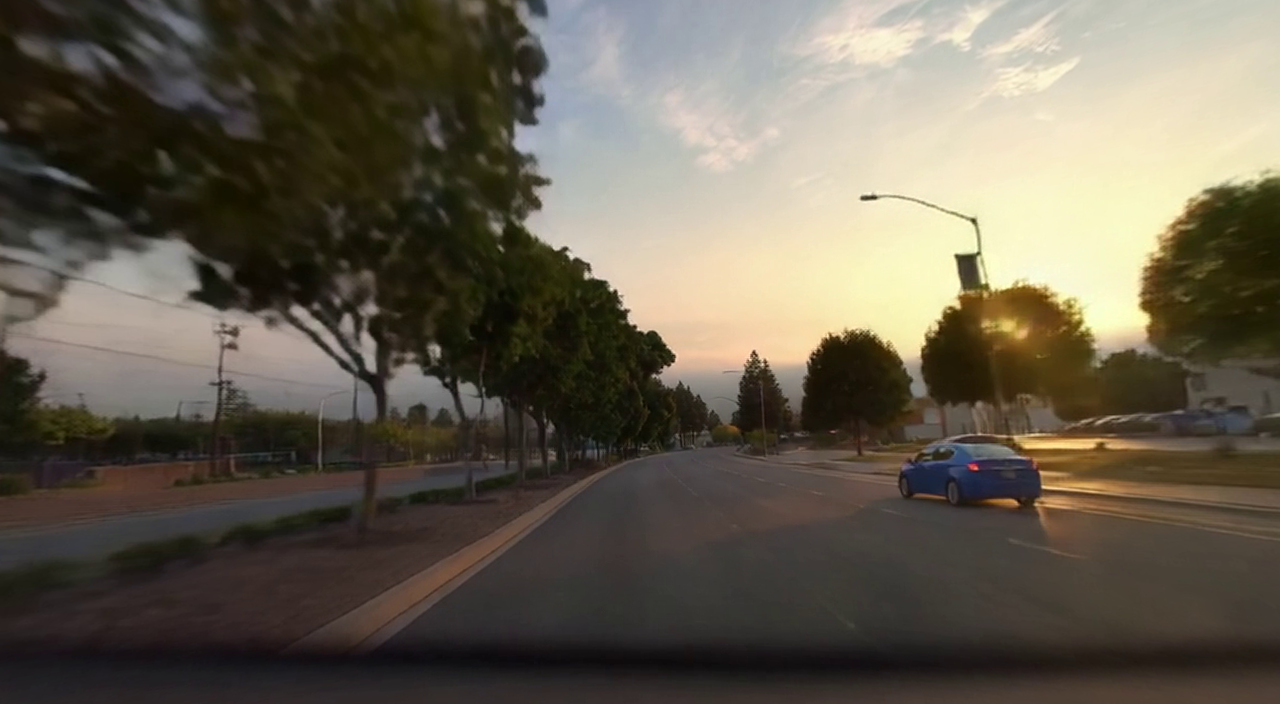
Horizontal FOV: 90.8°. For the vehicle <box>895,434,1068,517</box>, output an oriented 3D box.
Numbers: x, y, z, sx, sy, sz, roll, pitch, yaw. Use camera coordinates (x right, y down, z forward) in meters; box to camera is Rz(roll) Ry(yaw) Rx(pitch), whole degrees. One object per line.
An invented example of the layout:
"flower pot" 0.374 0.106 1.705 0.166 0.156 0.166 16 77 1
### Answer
"vehicle" 7.139 2.595 13.665 1.797 1.518 3.433 0 -9 0
